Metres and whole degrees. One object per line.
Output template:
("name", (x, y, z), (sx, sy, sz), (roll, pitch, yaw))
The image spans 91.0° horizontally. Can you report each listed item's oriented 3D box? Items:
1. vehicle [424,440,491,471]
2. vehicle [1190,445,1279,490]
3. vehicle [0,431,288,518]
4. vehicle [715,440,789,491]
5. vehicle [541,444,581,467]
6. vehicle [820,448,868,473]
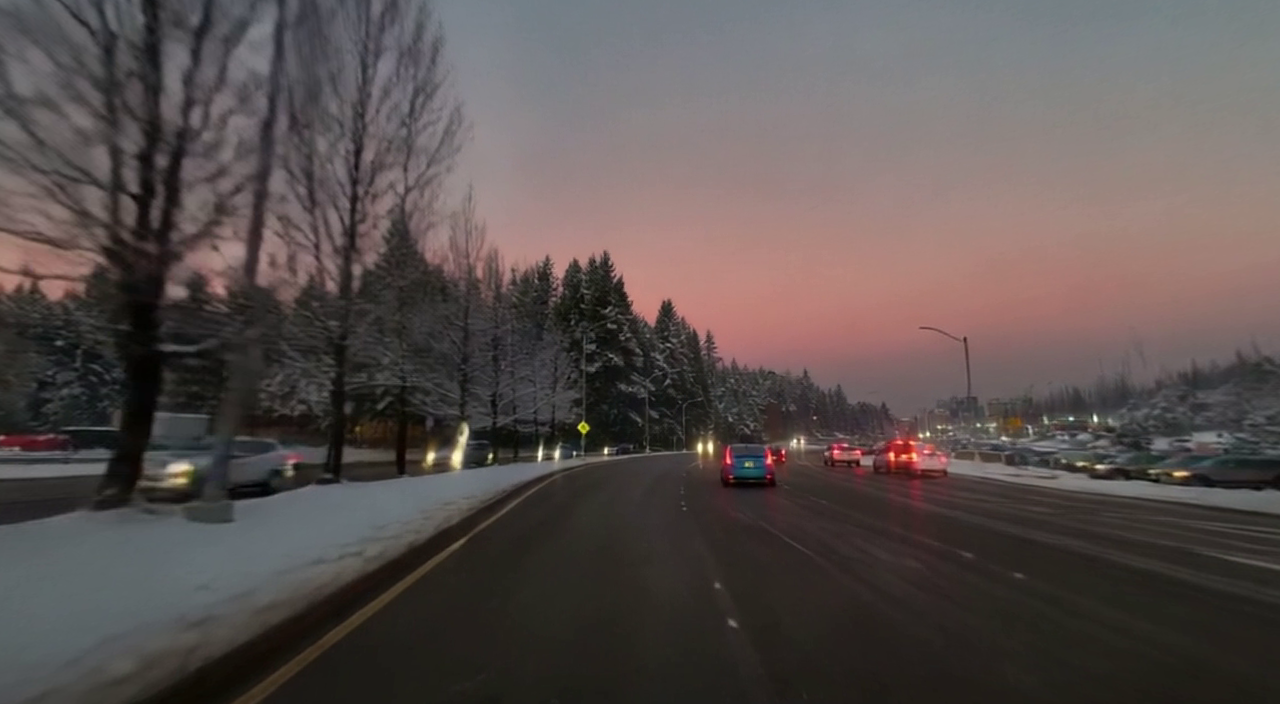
("vehicle", (-10.033, 5.726, 35.039), (1.990, 1.581, 4.706), (0, -9, 4))
("vehicle", (27.786, 5.165, 28.426), (4.719, 1.851, 1.920), (2, -8, -14))
("vehicle", (-9.542, 2.366, 12.663), (2.089, 1.400, 4.467), (0, -9, 4))
("vehicle", (3.862, 3.987, 22.496), (2.145, 1.603, 4.369), (0, -9, 4))
("vehicle", (-5.783, 7.649, 46.621), (1.873, 1.625, 4.104), (-1, -9, 9))
("vehicle", (12.976, 6.894, 40.273), (1.928, 1.488, 4.361), (0, -9, 5))
